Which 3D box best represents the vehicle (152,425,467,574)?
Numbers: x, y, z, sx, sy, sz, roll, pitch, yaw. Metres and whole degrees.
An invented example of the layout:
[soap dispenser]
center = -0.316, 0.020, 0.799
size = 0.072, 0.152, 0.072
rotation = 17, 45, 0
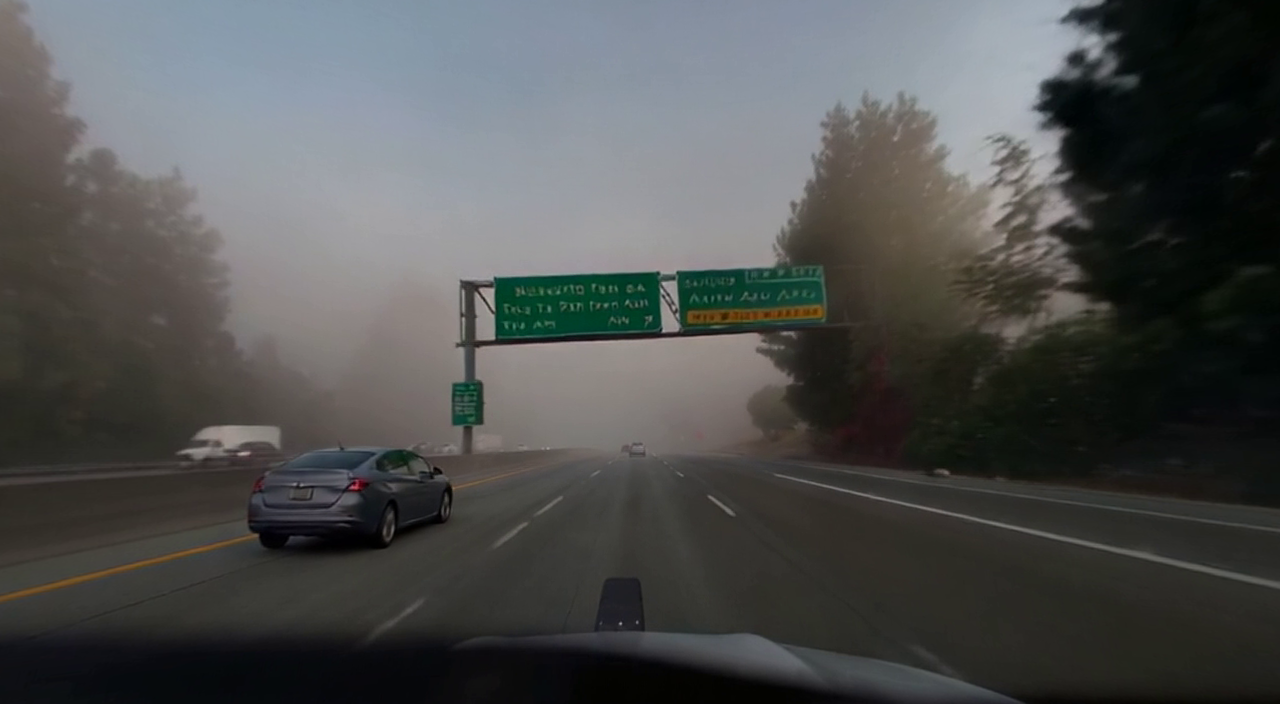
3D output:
[vehicle]
center = -4.079, 1.867, 8.837
size = 2.050, 1.547, 4.266
rotation = 0, -8, 1
